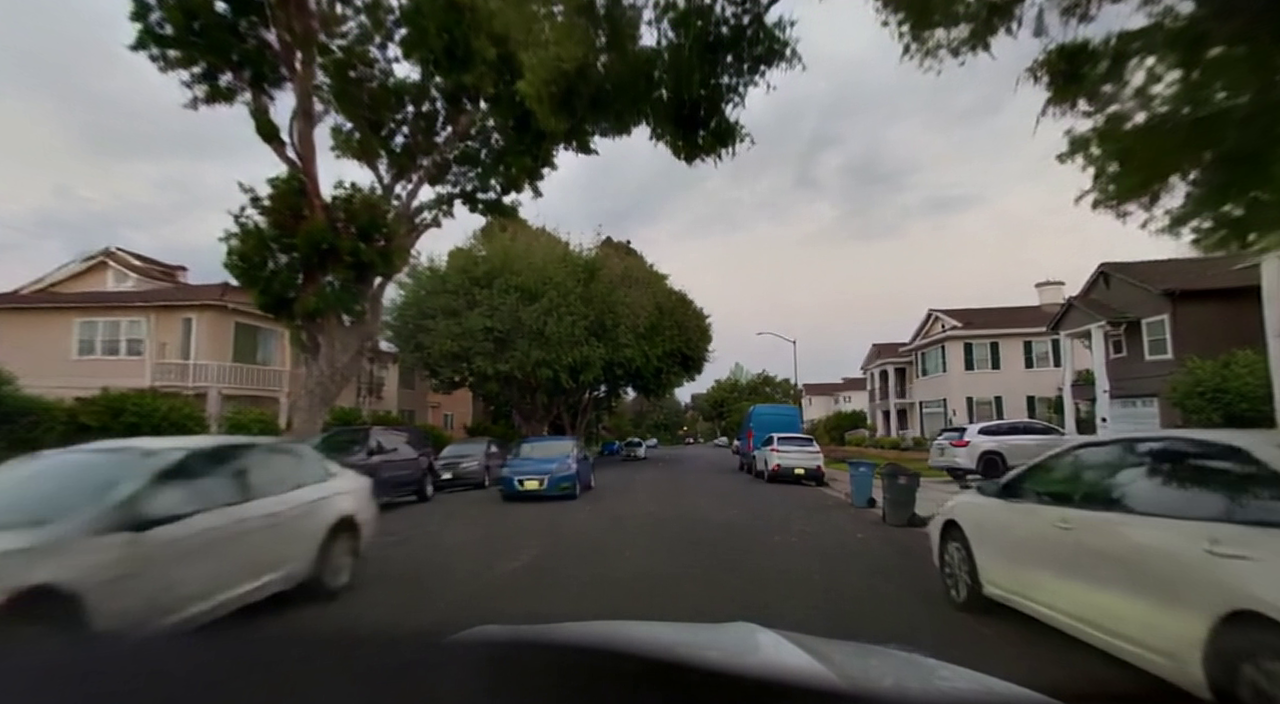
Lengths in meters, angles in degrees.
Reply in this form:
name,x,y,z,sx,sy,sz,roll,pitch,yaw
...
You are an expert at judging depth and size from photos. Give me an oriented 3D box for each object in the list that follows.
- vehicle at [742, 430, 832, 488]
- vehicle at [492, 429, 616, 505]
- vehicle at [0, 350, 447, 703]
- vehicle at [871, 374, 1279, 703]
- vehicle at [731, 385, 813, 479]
name,x,y,z,sx,sy,sz,roll,pitch,yaw
vehicle,4.207,3.095,18.722,1.955,1.500,4.410,-1,-8,5
vehicle,-1.837,2.585,14.730,1.889,1.505,3.849,-1,-8,8
vehicle,-3.154,1.111,4.445,1.959,1.670,4.255,-1,-8,4
vehicle,3.009,1.038,3.462,2.052,1.499,4.699,-1,-8,5
vehicle,4.854,3.087,24.207,2.317,3.096,6.383,-1,-8,6
